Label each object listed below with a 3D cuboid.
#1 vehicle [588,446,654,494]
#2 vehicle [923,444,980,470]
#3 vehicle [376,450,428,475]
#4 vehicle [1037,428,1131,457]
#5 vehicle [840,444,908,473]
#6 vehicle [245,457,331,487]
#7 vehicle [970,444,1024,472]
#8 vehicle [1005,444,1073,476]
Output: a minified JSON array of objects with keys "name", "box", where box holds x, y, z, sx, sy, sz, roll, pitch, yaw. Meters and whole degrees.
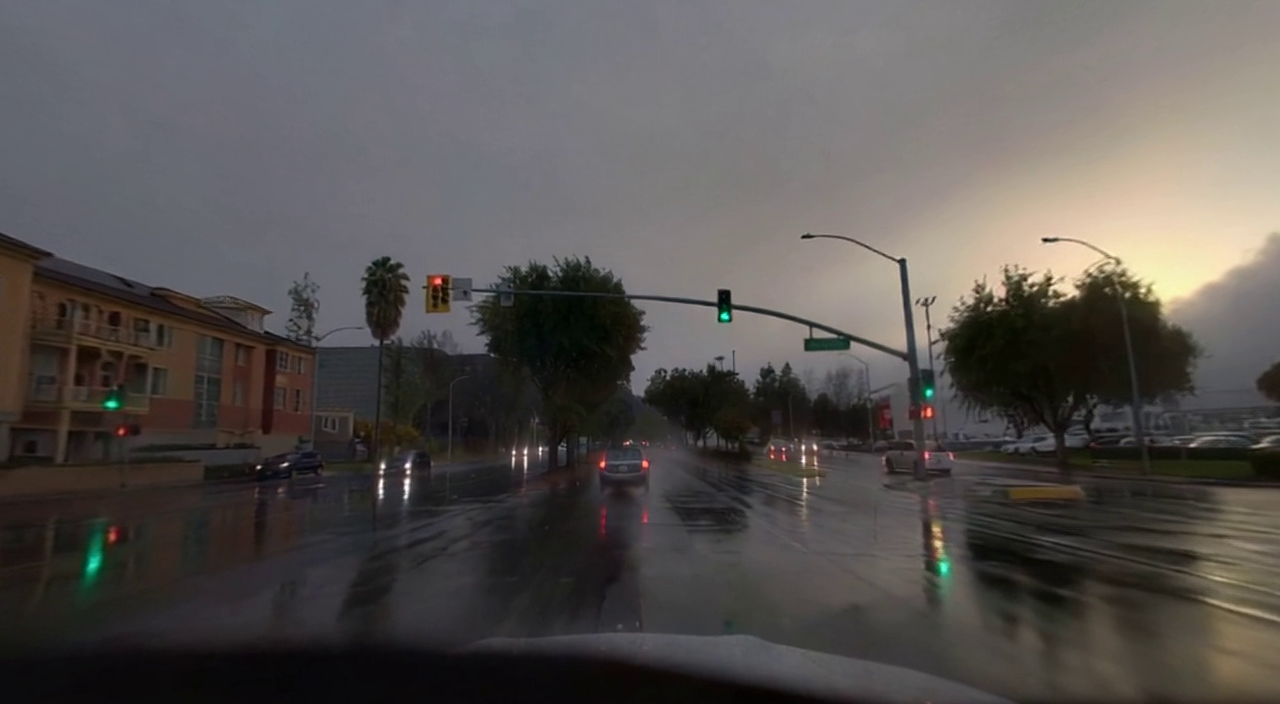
[{"name":"vehicle","box":[-0.599,3.893,21.218,2.010,1.447,4.121,0,-9,0]},{"name":"vehicle","box":[18.980,6.356,38.294,1.900,1.490,4.238,-8,-11,42]},{"name":"vehicle","box":[-15.985,7.443,42.436,1.947,1.564,3.809,0,-9,0]},{"name":"vehicle","box":[31.087,6.391,44.158,5.079,1.893,2.254,2,-11,-9]},{"name":"vehicle","box":[12.709,5.798,34.503,1.849,1.429,4.335,0,-9,-3]},{"name":"vehicle","box":[-19.489,6.622,35.120,2.018,1.468,4.768,0,-9,0]},{"name":"vehicle","box":[19.862,5.862,34.950,1.717,1.444,3.788,-8,-11,41]},{"name":"vehicle","box":[19.789,5.301,31.115,1.932,1.430,4.203,-8,-12,43]}]
